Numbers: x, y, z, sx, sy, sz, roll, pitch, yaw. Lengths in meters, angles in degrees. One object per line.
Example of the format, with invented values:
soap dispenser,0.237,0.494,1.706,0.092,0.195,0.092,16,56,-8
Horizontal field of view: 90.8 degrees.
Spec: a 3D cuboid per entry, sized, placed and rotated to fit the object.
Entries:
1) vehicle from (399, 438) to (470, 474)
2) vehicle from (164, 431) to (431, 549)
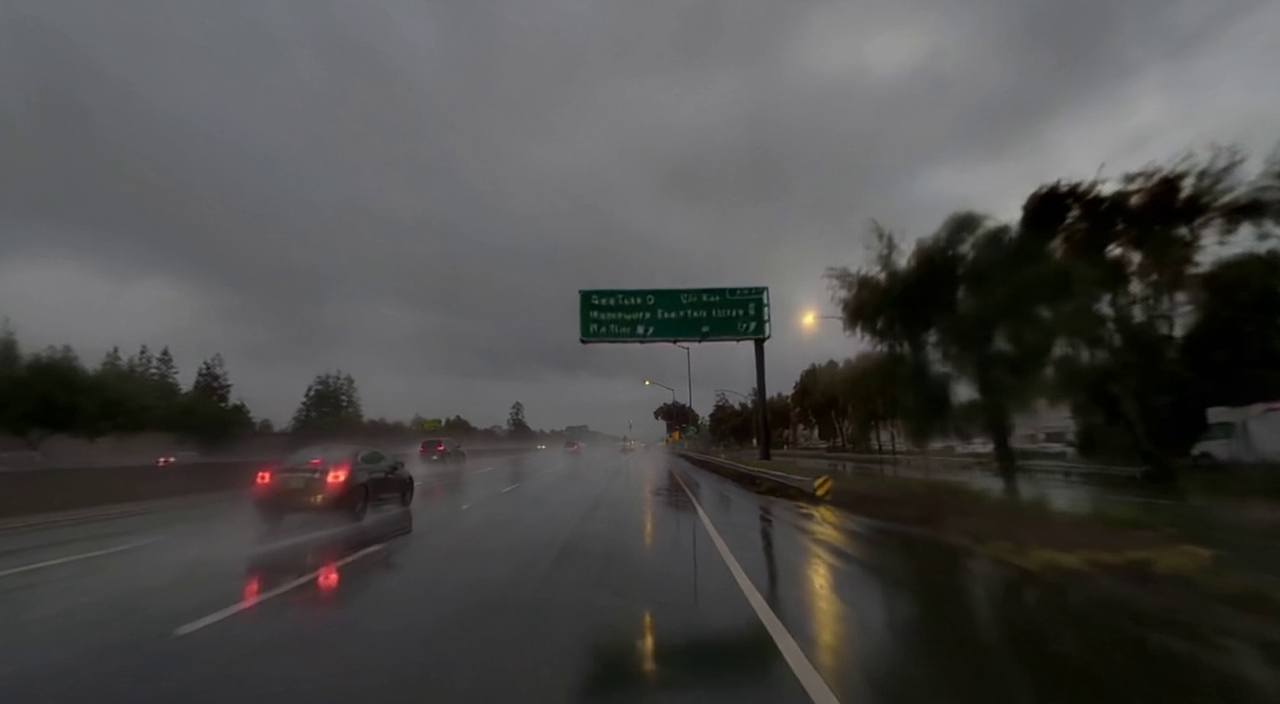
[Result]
vehicle,-10.532,5.376,32.849,2.126,1.671,5.173,0,-8,-2
vehicle,-5.162,2.113,10.500,1.940,1.479,4.777,0,-8,-2
